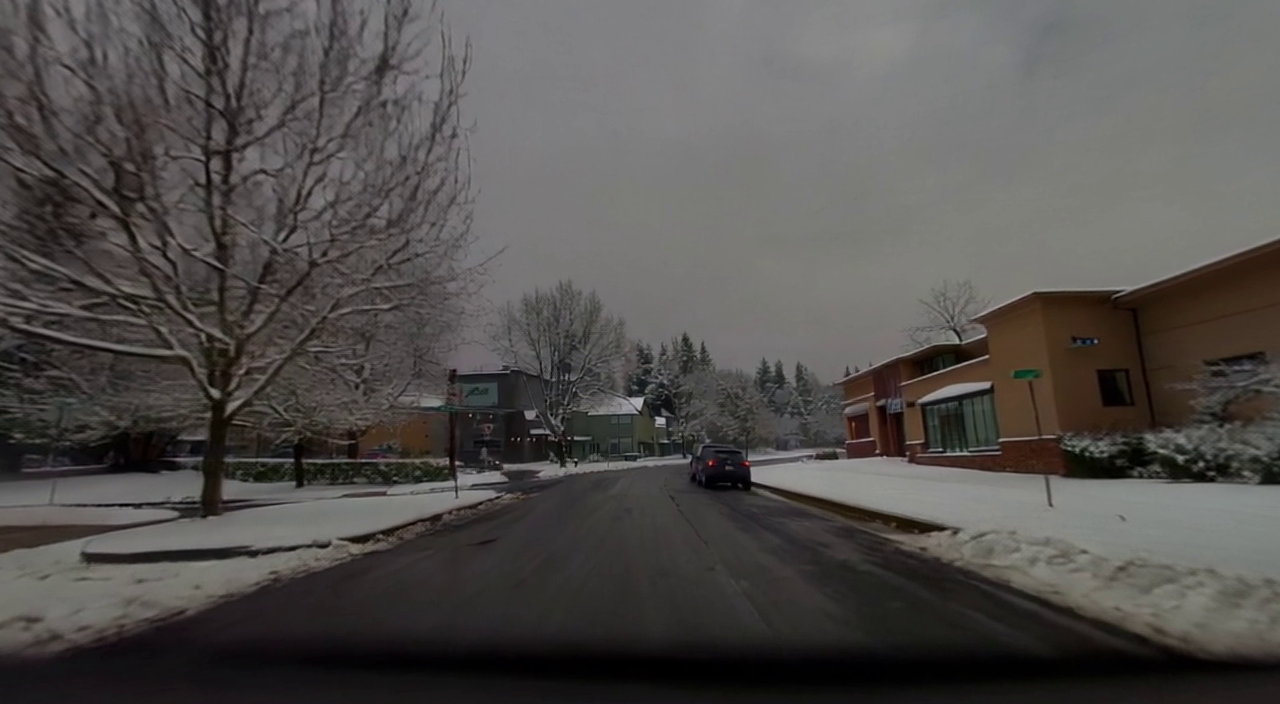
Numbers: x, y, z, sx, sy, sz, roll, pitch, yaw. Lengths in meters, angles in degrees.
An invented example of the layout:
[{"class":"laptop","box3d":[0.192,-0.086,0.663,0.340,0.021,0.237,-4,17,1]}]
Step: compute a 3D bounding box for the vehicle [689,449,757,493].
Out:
[{"class":"vehicle","box3d":[3.106,4.565,24.566,2.064,1.532,4.596,0,-9,1]}]
